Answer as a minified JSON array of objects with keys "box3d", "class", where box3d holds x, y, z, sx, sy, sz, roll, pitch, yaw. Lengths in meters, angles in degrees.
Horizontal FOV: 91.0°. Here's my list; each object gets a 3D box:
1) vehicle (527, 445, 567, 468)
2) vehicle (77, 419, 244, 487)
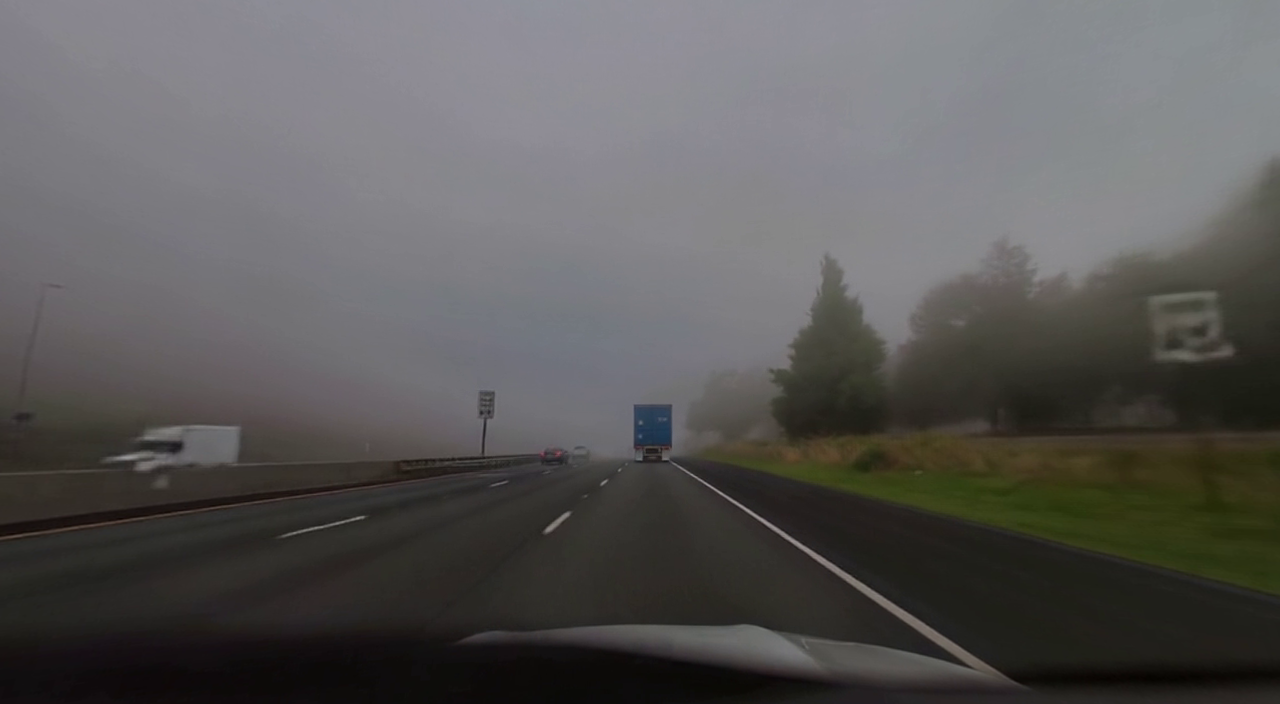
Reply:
[{"box3d":[-6.470,7.321,44.426,2.017,1.517,4.766,0,-8,1],"class":"vehicle"},{"box3d":[-20.153,4.264,26.981,2.292,2.558,5.893,0,-8,1],"class":"vehicle"}]
